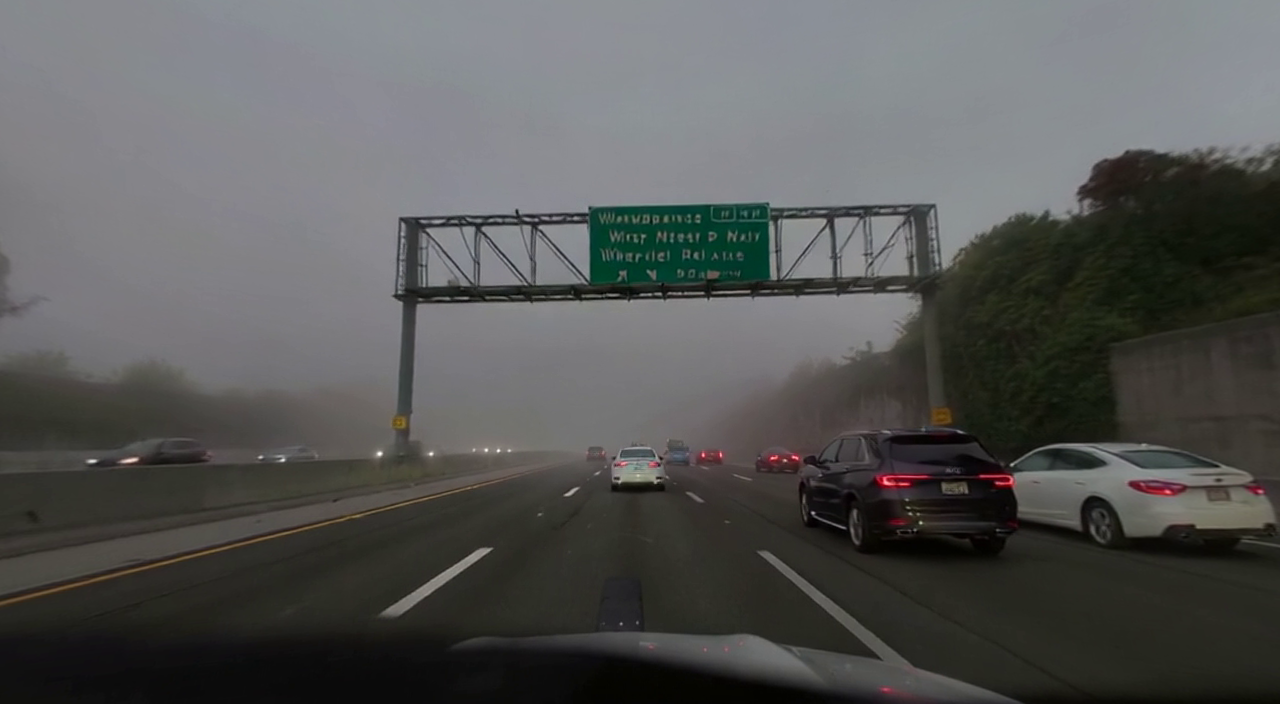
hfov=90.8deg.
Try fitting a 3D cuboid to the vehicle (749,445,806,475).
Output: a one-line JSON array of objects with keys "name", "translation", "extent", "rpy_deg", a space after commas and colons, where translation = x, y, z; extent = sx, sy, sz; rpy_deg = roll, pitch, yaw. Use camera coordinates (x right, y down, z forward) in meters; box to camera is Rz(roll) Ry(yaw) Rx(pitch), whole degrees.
[{"name": "vehicle", "translation": [6.957, 5.496, 32.356], "extent": [1.839, 1.441, 4.241], "rpy_deg": [0, -9, -2]}]

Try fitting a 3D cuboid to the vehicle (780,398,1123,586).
[{"name": "vehicle", "translation": [3.545, 1.710, 8.536], "extent": [2.162, 1.800, 4.693], "rpy_deg": [0, -9, -1]}]

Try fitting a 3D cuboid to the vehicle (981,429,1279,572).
[{"name": "vehicle", "translation": [6.972, 1.888, 8.870], "extent": [1.872, 1.469, 4.414], "rpy_deg": [0, -9, 0]}]

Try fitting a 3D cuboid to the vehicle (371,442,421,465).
[{"name": "vehicle", "translation": [-18.539, 7.720, 48.236], "extent": [1.994, 1.658, 4.646], "rpy_deg": [0, -9, -1]}]

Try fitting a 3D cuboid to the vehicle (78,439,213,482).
[{"name": "vehicle", "translation": [-21.068, 4.625, 27.224], "extent": [2.155, 1.701, 4.530], "rpy_deg": [0, -9, -1]}]

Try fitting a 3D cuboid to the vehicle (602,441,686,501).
[{"name": "vehicle", "translation": [0.071, 3.265, 17.772], "extent": [2.098, 1.475, 3.997], "rpy_deg": [0, -9, -1]}]

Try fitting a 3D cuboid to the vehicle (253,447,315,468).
[{"name": "vehicle", "translation": [-26.166, 7.747, 46.590], "extent": [1.857, 1.452, 4.788], "rpy_deg": [0, -9, -1]}]

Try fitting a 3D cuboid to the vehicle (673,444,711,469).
[{"name": "vehicle", "translation": [3.287, 6.700, 40.712], "extent": [1.998, 1.490, 4.296], "rpy_deg": [0, -9, -2]}]
